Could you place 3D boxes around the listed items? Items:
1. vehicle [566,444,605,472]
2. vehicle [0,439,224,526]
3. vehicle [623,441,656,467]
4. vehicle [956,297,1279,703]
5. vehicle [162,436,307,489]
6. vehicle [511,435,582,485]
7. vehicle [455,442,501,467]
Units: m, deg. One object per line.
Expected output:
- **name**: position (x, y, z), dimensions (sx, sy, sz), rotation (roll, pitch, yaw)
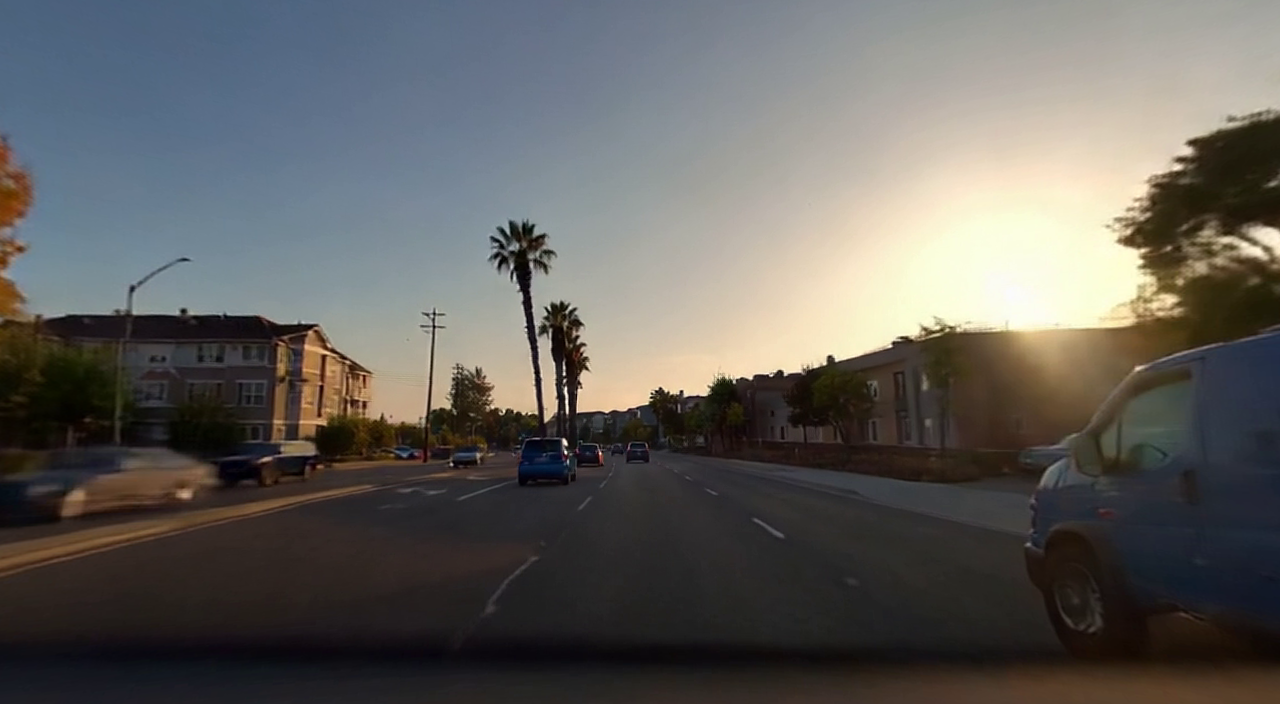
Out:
- **vehicle**: position (-3.013, 5.957, 35.718), dimensions (1.869, 1.454, 4.142), rotation (0, -8, -1)
- **vehicle**: position (-11.881, 2.803, 14.219), dimensions (1.989, 1.631, 4.500), rotation (0, -8, -1)
- **vehicle**: position (-0.078, 7.168, 44.611), dimensions (2.191, 1.761, 3.857), rotation (0, -8, -2)
- **vehicle**: position (3.683, 0.755, 2.599), dimensions (2.234, 1.912, 4.847), rotation (0, -9, 0)
- **vehicle**: position (-18.666, 5.098, 29.640), dimensions (2.694, 2.177, 6.297), rotation (0, -9, -1)
- **vehicle**: position (-3.413, 4.042, 23.861), dimensions (1.967, 1.703, 4.157), rotation (0, -8, 1)
- **vehicle**: position (-12.171, 7.716, 47.863), dimensions (2.242, 1.770, 4.782), rotation (0, -9, 0)
